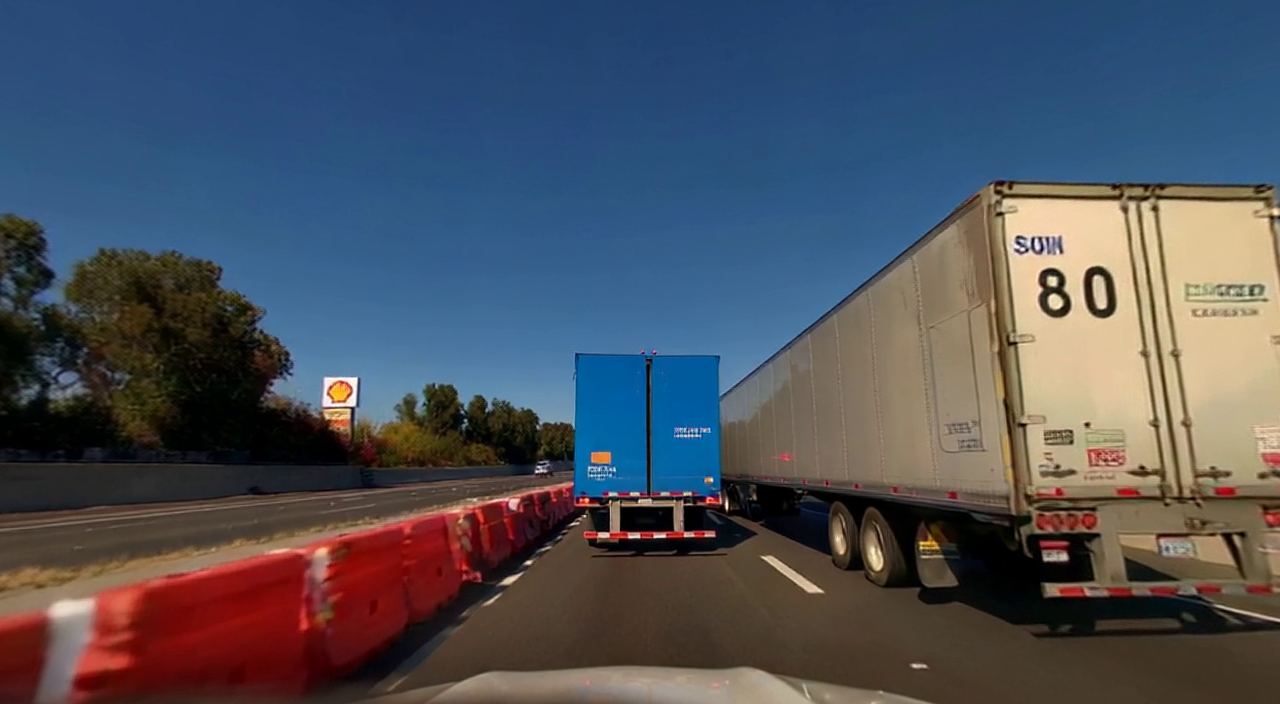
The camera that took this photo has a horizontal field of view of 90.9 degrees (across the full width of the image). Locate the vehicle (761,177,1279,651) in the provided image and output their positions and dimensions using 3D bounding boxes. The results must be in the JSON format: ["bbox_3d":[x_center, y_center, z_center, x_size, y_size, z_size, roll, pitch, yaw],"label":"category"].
[{"bbox_3d":[4.336,1.227,9.533,2.936,3.640,9.443,1,-10,-1],"label":"vehicle"}]

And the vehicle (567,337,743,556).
[{"bbox_3d":[0.241,2.191,13.952,2.618,3.306,8.676,1,-10,0],"label":"vehicle"}]
